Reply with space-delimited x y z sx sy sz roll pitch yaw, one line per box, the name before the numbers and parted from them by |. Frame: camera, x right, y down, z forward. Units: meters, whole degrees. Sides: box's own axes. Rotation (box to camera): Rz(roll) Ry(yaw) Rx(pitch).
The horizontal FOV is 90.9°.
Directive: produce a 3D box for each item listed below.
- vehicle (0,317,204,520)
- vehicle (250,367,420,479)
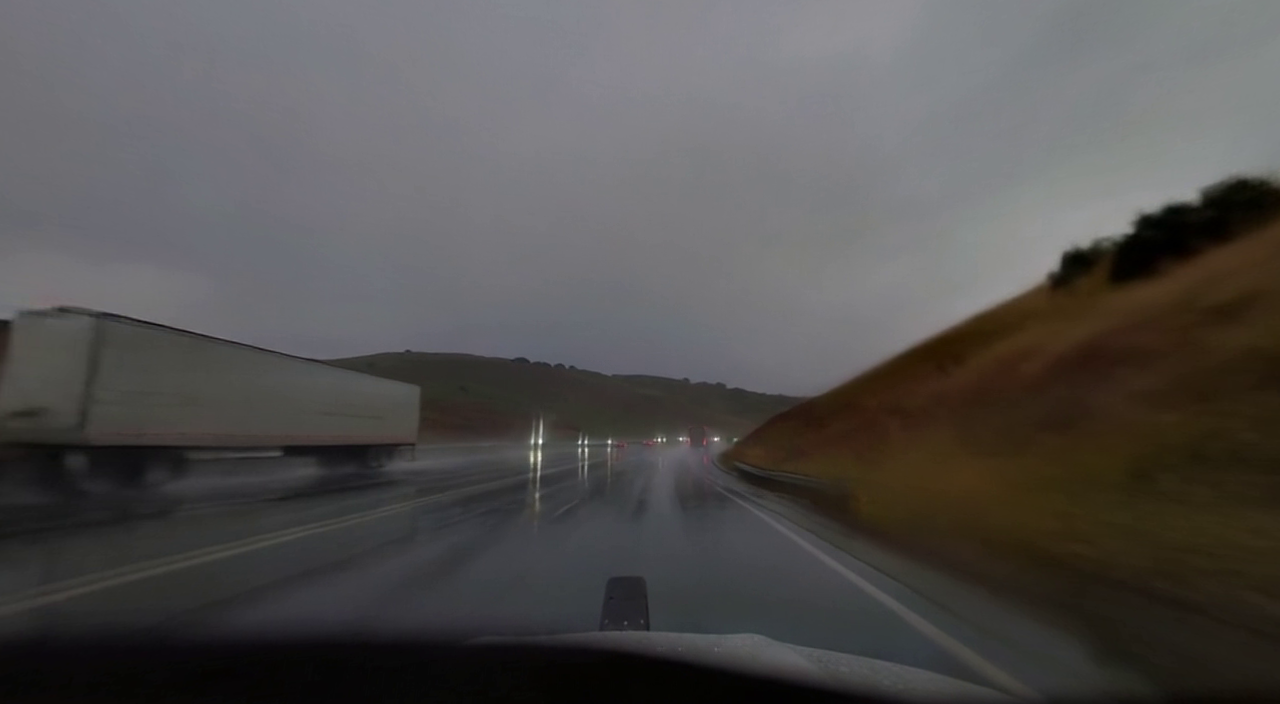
vehicle | -12.932 1.258 11.724 3.043 3.571 8.922 0 -9 1
vehicle | -12.806 3.292 27.812 2.788 4.109 9.073 0 -9 1
